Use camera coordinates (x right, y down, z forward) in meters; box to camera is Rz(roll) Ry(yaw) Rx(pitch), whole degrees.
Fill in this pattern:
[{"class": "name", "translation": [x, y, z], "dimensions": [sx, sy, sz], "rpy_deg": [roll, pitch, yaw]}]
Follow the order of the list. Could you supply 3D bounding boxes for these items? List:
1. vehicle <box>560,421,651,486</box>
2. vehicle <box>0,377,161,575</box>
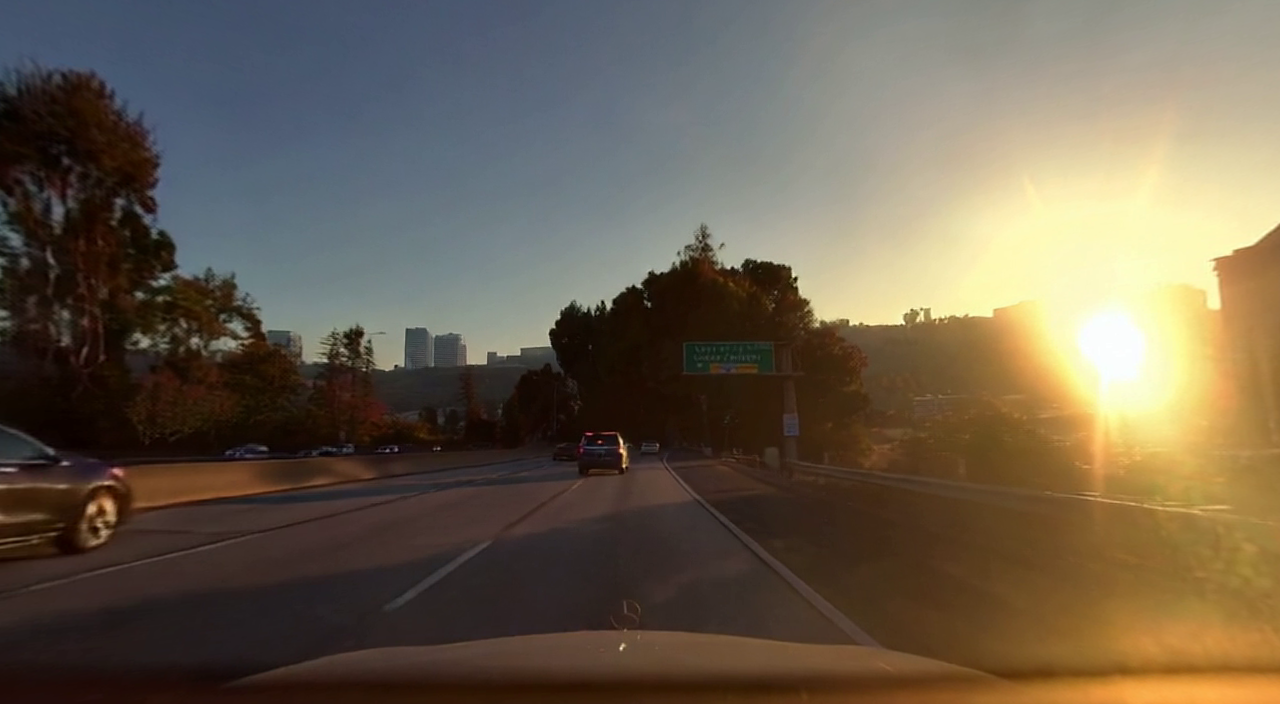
[{"class": "vehicle", "translation": [-1.007, 3.506, 21.966], "dimensions": [2.497, 1.957, 5.432], "rpy_deg": [-1, -9, 4]}, {"class": "vehicle", "translation": [-7.529, 1.153, 5.705], "dimensions": [2.289, 1.955, 5.147], "rpy_deg": [0, -9, 0]}]
